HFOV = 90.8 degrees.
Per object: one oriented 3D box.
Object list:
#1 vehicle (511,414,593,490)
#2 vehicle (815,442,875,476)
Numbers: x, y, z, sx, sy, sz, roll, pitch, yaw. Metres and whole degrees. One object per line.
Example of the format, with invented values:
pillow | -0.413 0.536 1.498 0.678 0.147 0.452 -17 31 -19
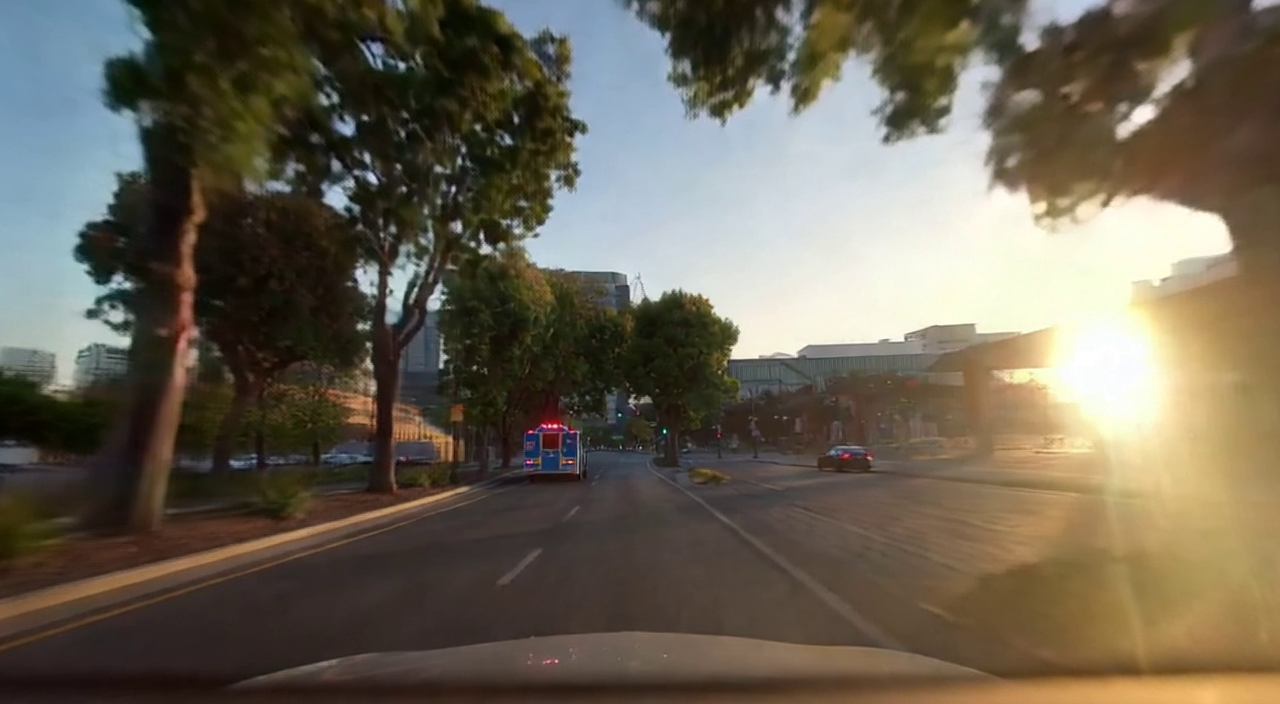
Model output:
vehicle | -3.508 4.194 26.604 2.633 2.787 5.796 0 -9 0
vehicle | 11.178 5.884 34.828 1.980 1.719 4.422 -1 -9 3
